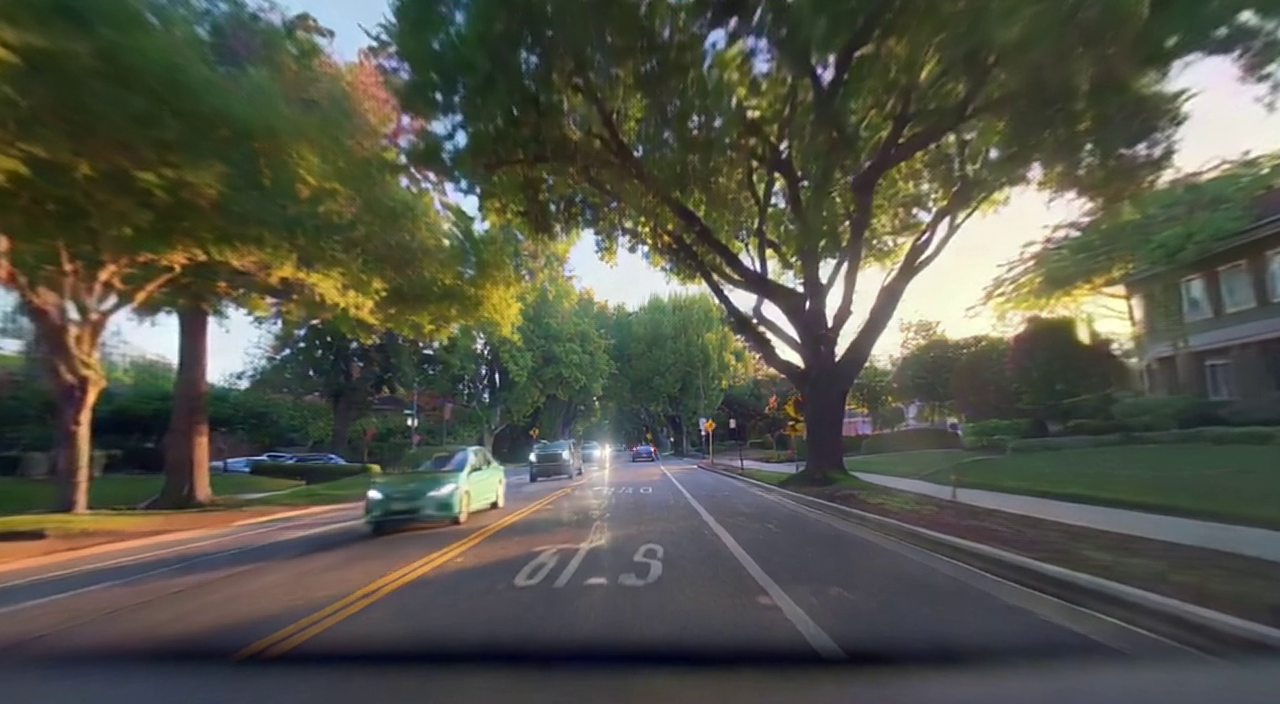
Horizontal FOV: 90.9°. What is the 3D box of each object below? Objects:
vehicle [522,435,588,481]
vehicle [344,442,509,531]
[{"bbox_3d":[-3.911,4.994,29.959,2.267,1.975,5.112,0,-9,2],"label":"vehicle"},{"bbox_3d":[-4.183,2.673,13.166,1.905,1.510,4.172,-1,-9,1],"label":"vehicle"}]
